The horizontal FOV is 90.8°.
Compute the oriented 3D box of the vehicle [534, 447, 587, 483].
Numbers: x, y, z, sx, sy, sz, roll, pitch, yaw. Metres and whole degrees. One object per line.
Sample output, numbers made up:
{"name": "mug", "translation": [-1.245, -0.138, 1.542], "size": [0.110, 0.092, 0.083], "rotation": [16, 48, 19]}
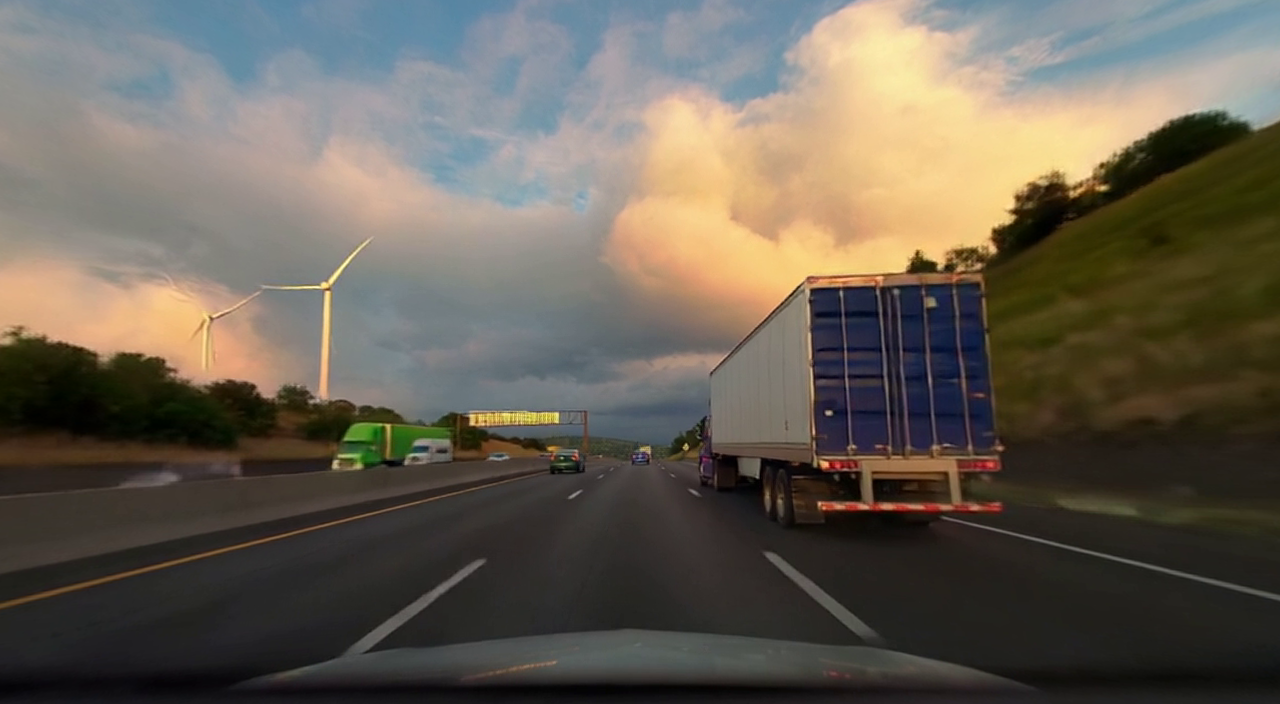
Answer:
{"name": "vehicle", "translation": [-3.622, 5.221, 29.465], "size": [1.952, 1.521, 4.095], "rotation": [0, -9, 0]}

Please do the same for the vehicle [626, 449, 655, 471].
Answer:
{"name": "vehicle", "translation": [0.009, 7.416, 43.550], "size": [1.931, 1.453, 3.695], "rotation": [0, -9, -1]}

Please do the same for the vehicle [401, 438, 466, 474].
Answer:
{"name": "vehicle", "translation": [-15.608, 7.896, 48.257], "size": [2.615, 2.529, 6.897], "rotation": [0, -9, 1]}

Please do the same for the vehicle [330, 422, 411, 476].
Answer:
{"name": "vehicle", "translation": [-19.659, 7.134, 46.533], "size": [3.082, 3.667, 6.615], "rotation": [0, -9, -1]}

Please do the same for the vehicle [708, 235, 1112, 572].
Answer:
{"name": "vehicle", "translation": [3.836, 1.565, 14.189], "size": [2.947, 3.989, 13.568], "rotation": [0, -9, -1]}
